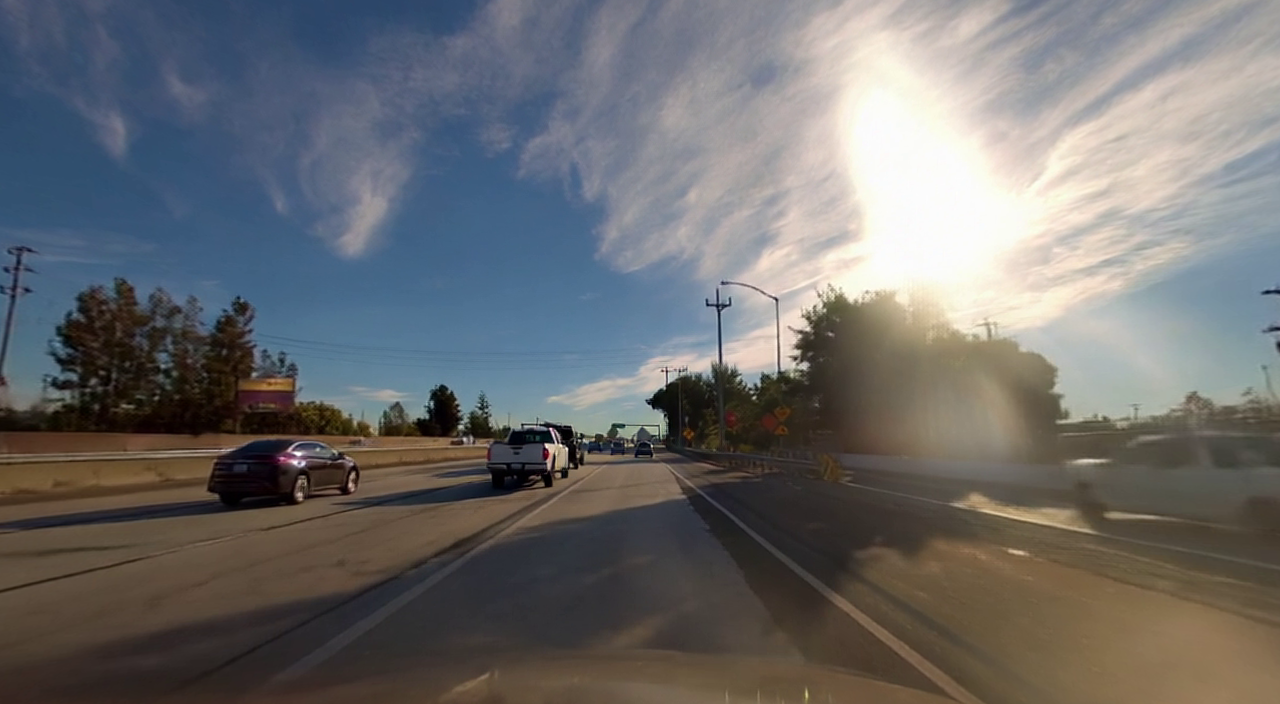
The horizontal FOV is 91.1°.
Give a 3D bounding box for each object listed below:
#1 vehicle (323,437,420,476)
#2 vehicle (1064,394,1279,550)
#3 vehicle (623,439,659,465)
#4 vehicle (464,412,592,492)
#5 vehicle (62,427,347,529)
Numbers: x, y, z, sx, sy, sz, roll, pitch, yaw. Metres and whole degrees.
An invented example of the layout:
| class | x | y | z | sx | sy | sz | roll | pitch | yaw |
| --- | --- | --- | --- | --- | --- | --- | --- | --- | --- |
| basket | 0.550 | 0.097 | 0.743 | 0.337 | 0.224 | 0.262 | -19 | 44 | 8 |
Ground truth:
| class | x | y | z | sx | sy | sz | roll | pitch | yaw |
| --- | --- | --- | --- | --- | --- | --- | --- | --- | --- |
| vehicle | -10.957 | 4.284 | 26.060 | 1.884 | 1.453 | 4.579 | 0 | -8 | 2 |
| vehicle | 10.978 | 2.133 | 11.582 | 2.244 | 2.374 | 5.762 | 0 | -8 | 0 |
| vehicle | 0.114 | 5.889 | 37.270 | 2.013 | 1.444 | 4.447 | 0 | -8 | 2 |
| vehicle | -3.222 | 3.130 | 19.980 | 2.815 | 2.092 | 6.526 | 0 | -8 | 0 |
| vehicle | -7.463 | 2.183 | 11.499 | 1.964 | 1.481 | 4.425 | 0 | -8 | 1 |
